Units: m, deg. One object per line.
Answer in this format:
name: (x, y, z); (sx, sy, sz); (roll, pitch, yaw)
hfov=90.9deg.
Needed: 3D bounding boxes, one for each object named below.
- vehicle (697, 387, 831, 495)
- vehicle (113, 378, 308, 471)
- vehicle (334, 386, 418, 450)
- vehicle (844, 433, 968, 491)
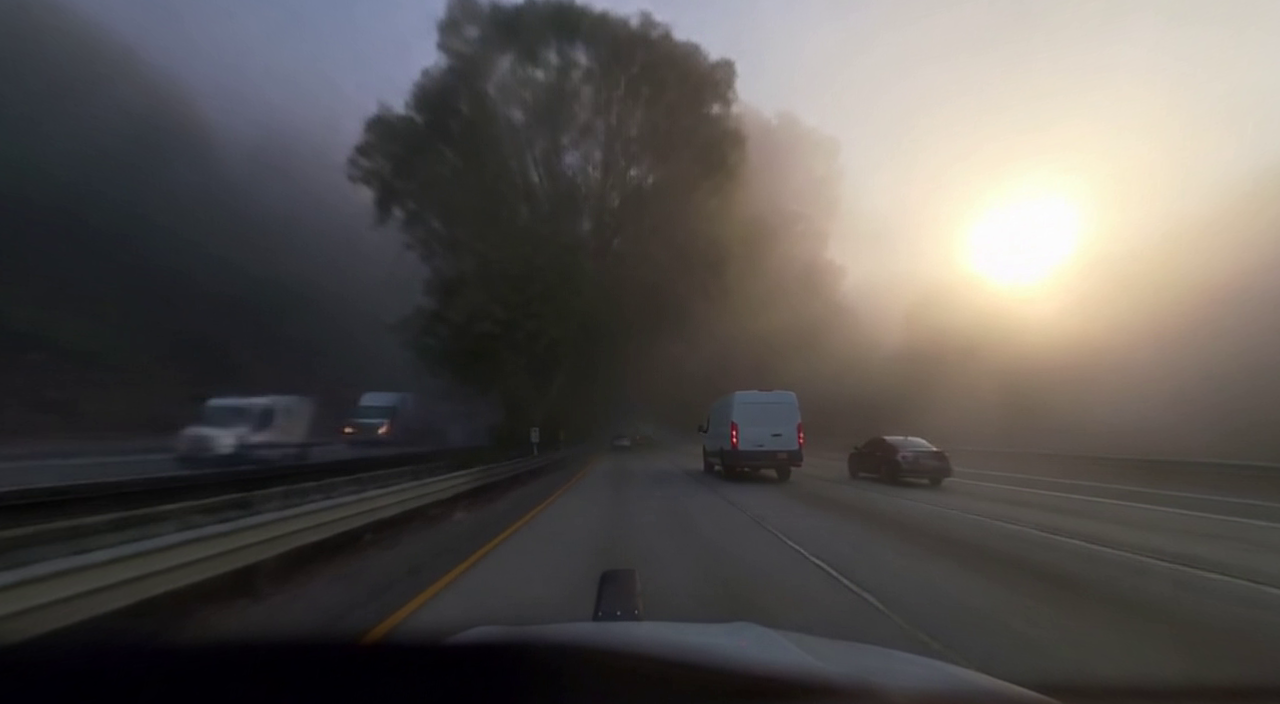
vehicle: (3.140, 2.442, 17.499); (2.436, 2.521, 5.409); (0, -8, -2)
vehicle: (-13.033, 2.308, 19.777); (2.284, 2.500, 5.367); (0, -8, 0)
vehicle: (-17.339, 4.441, 41.823); (2.973, 3.930, 5.878); (0, -8, -1)
vehicle: (7.437, 3.087, 18.081); (1.821, 1.468, 3.805); (0, -8, -1)
